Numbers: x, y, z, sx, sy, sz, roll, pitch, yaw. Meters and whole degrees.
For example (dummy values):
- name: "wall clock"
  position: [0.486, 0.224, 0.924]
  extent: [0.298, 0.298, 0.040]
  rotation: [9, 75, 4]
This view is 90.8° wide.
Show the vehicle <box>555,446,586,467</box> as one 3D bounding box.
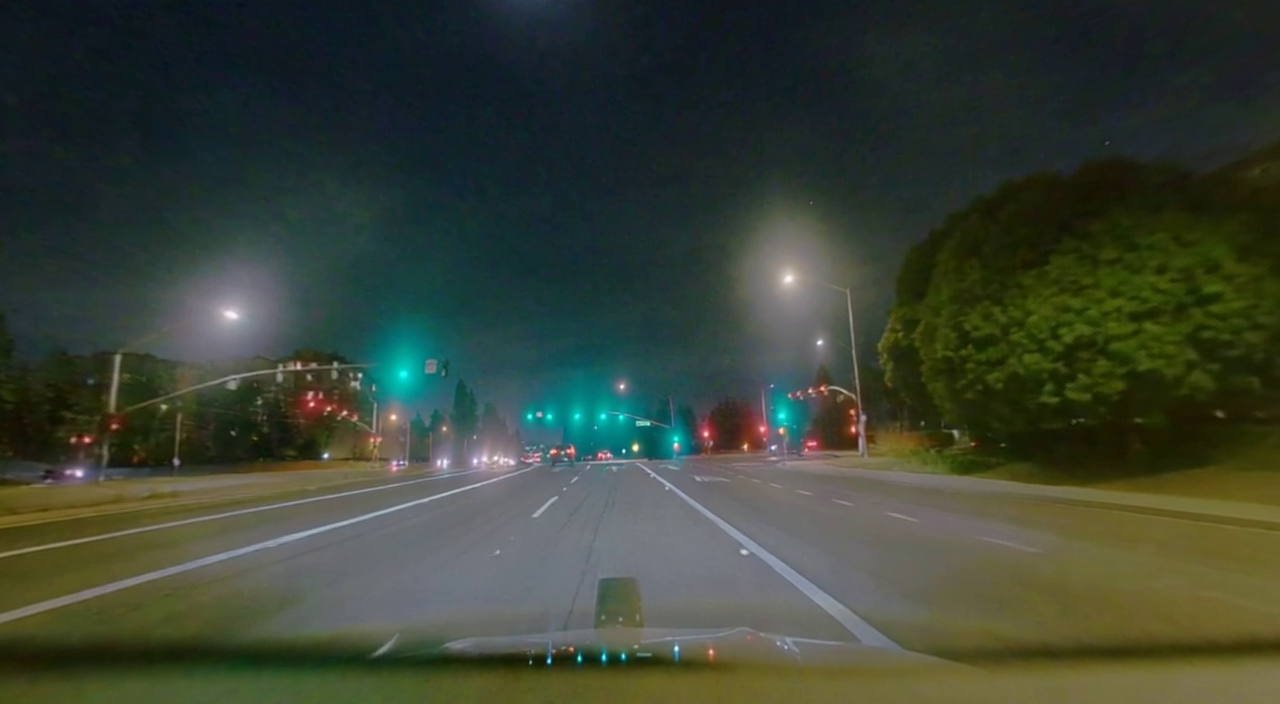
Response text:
- name: "vehicle"
  position: [-5.277, 7.961, 48.341]
  extent: [2.073, 1.445, 4.151]
  rotation: [0, -8, -2]
